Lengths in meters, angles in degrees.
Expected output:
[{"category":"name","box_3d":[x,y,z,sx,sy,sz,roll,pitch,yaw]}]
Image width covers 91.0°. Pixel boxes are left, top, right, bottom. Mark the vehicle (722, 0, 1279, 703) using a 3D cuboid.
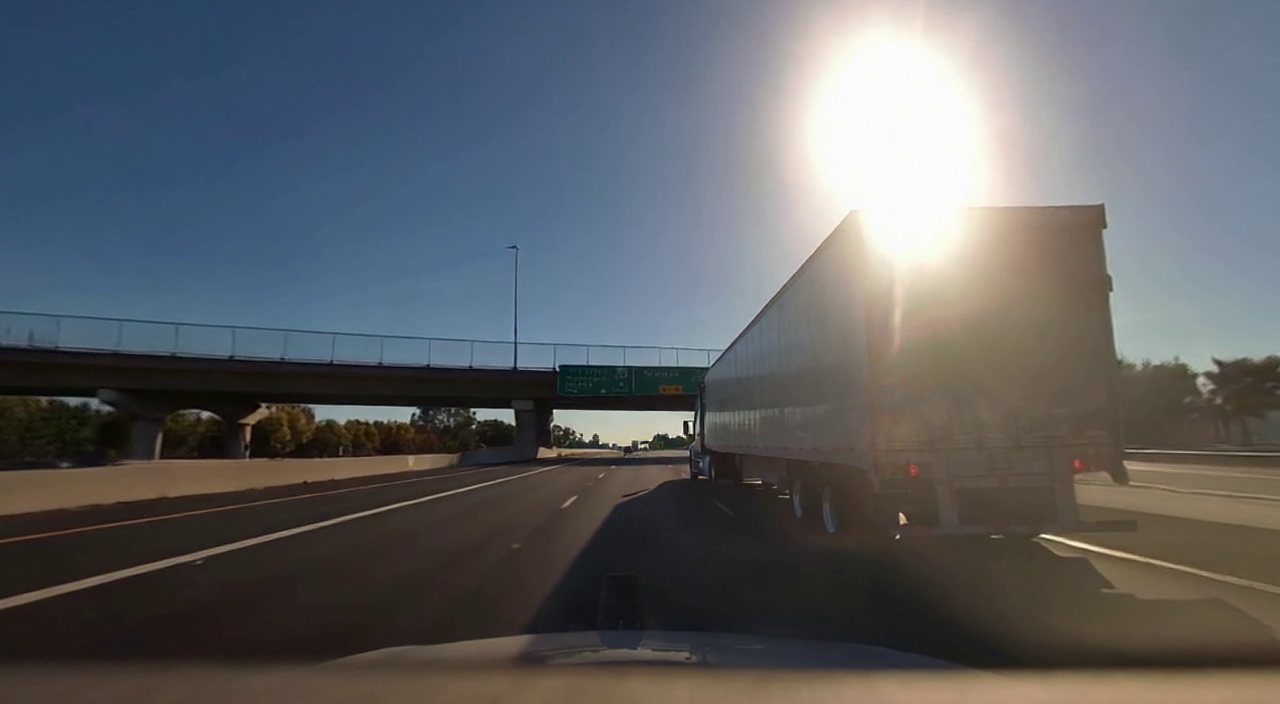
[{"category":"vehicle","box_3d":[3.820,0.687,9.796,2.949,4.149,16.046,0,-9,0]}]
